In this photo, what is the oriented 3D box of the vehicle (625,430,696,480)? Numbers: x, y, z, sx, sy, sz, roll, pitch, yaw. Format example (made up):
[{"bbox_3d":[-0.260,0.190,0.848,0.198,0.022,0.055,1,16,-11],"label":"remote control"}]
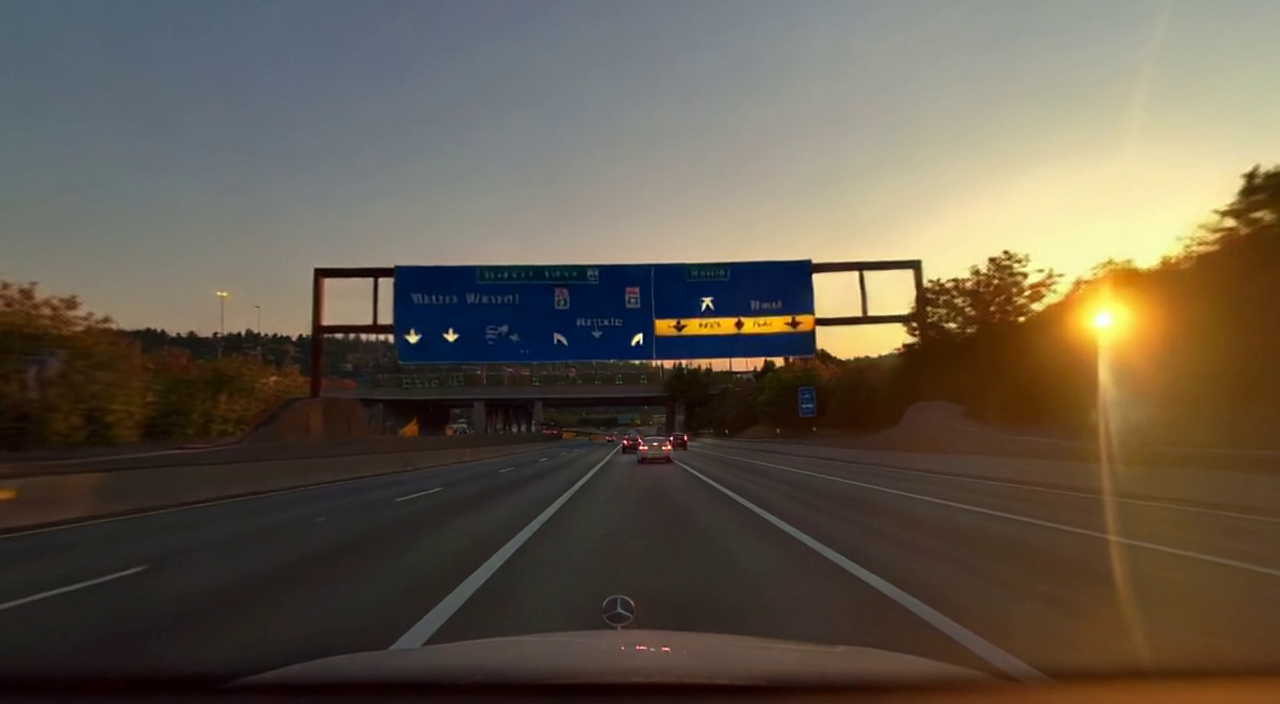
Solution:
[{"bbox_3d":[0.564,3.299,20.451,2.046,1.467,3.844,0,-8,-2],"label":"vehicle"}]
